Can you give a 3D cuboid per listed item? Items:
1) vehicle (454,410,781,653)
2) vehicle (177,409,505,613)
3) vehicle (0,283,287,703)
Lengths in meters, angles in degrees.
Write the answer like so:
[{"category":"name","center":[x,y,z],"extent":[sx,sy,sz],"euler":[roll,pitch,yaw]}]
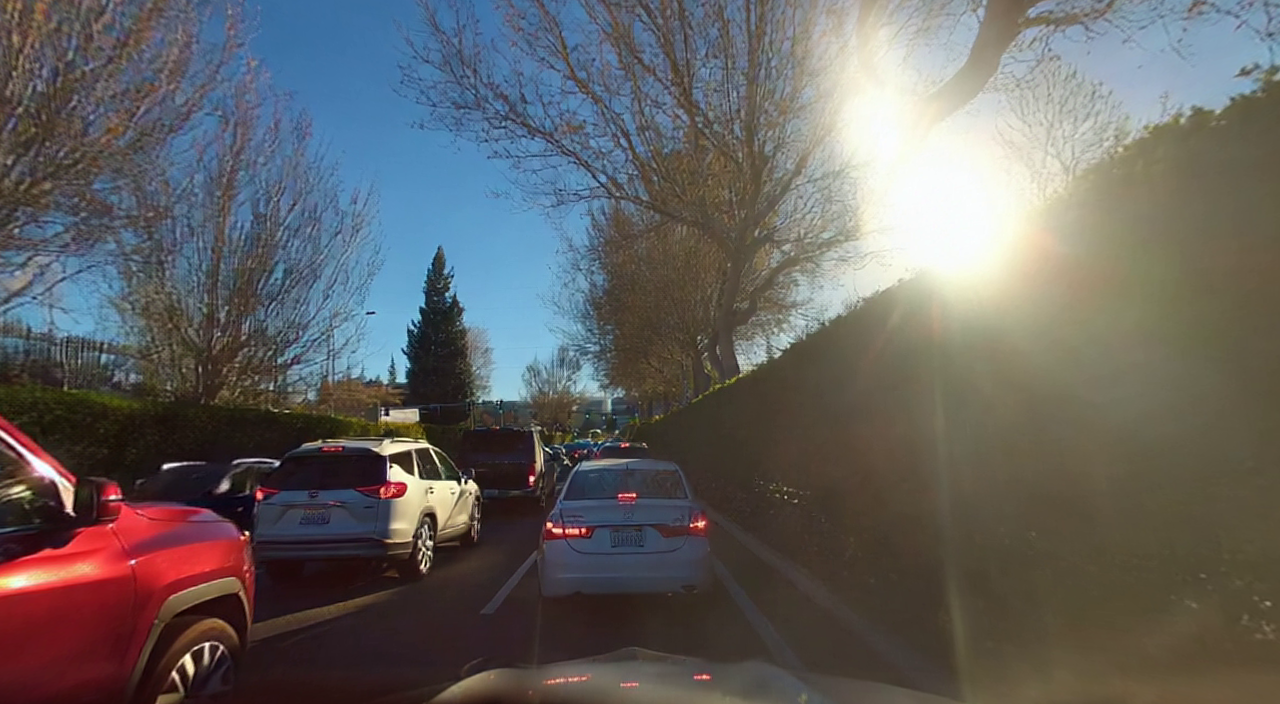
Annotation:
[{"category":"vehicle","center":[-0.170,1.503,6.229],"extent":[2.154,1.581,4.007],"euler":[0,-9,-1]},{"category":"vehicle","center":[-3.417,1.855,8.322],"extent":[2.256,1.728,4.421],"euler":[-6,-8,-2]},{"category":"vehicle","center":[-3.279,0.681,1.258],"extent":[2.205,1.913,5.327],"euler":[-6,-8,-2]}]
